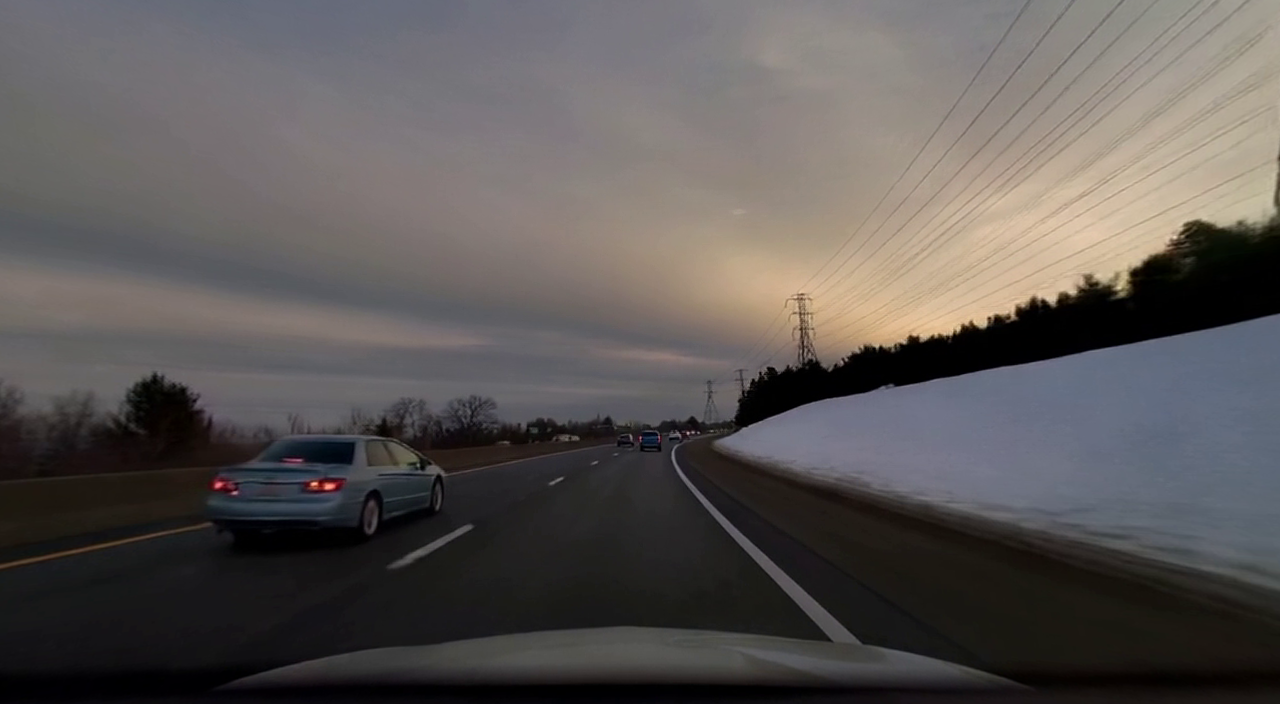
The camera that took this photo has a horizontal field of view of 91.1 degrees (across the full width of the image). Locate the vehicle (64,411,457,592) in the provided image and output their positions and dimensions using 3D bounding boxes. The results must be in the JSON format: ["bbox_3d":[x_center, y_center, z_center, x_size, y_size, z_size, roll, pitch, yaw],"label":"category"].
[{"bbox_3d":[-3.850,1.555,7.510,2.030,1.522,4.250,0,-8,0],"label":"vehicle"}]

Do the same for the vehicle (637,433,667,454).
[{"bbox_3d":[0.943,6.893,47.631,2.077,1.523,4.206,0,-8,3],"label":"vehicle"}]
